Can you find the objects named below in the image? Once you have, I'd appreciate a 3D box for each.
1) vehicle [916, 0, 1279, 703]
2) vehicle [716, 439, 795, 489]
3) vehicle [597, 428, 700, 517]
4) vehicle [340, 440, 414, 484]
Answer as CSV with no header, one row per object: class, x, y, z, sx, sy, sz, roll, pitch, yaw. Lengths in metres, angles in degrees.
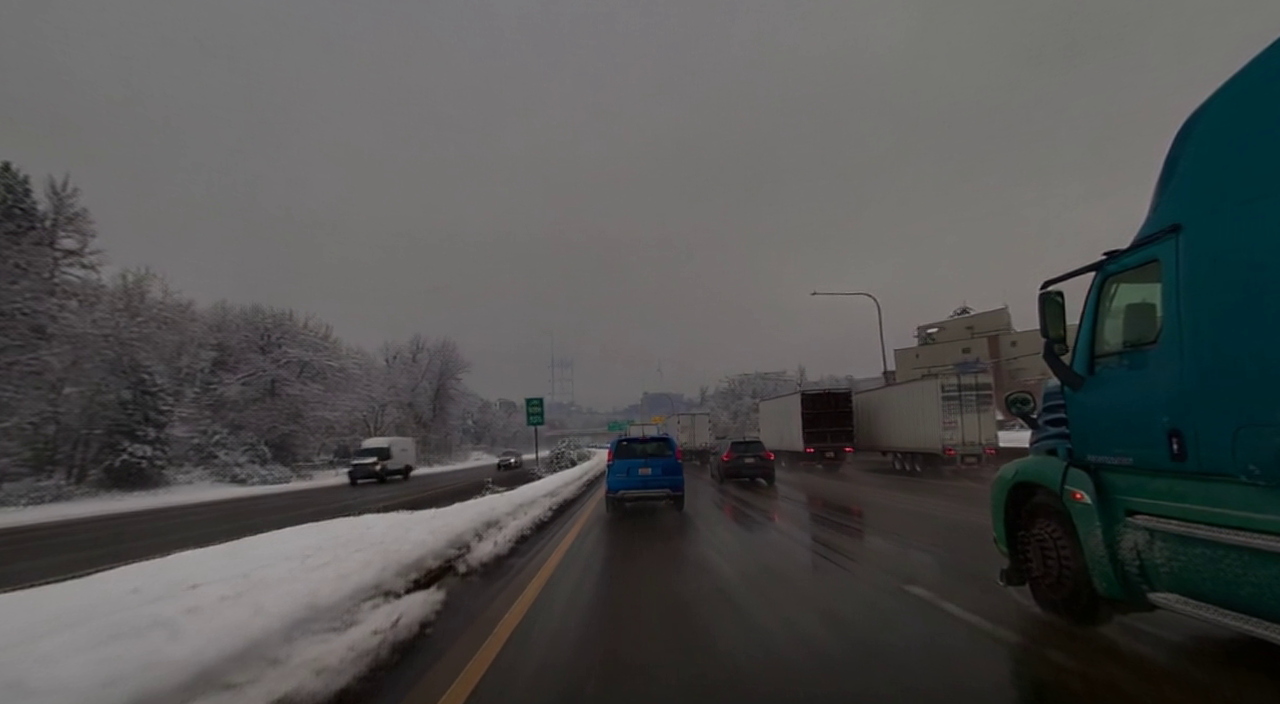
vehicle,4.184,-0.038,2.874,2.987,3.877,5.881,0,-9,0
vehicle,3.810,3.766,21.271,1.859,1.512,3.711,0,-9,-2
vehicle,0.167,2.556,13.671,1.965,1.664,3.428,0,-9,0
vehicle,-16.947,7.086,40.798,2.234,2.649,5.960,0,-9,-1
